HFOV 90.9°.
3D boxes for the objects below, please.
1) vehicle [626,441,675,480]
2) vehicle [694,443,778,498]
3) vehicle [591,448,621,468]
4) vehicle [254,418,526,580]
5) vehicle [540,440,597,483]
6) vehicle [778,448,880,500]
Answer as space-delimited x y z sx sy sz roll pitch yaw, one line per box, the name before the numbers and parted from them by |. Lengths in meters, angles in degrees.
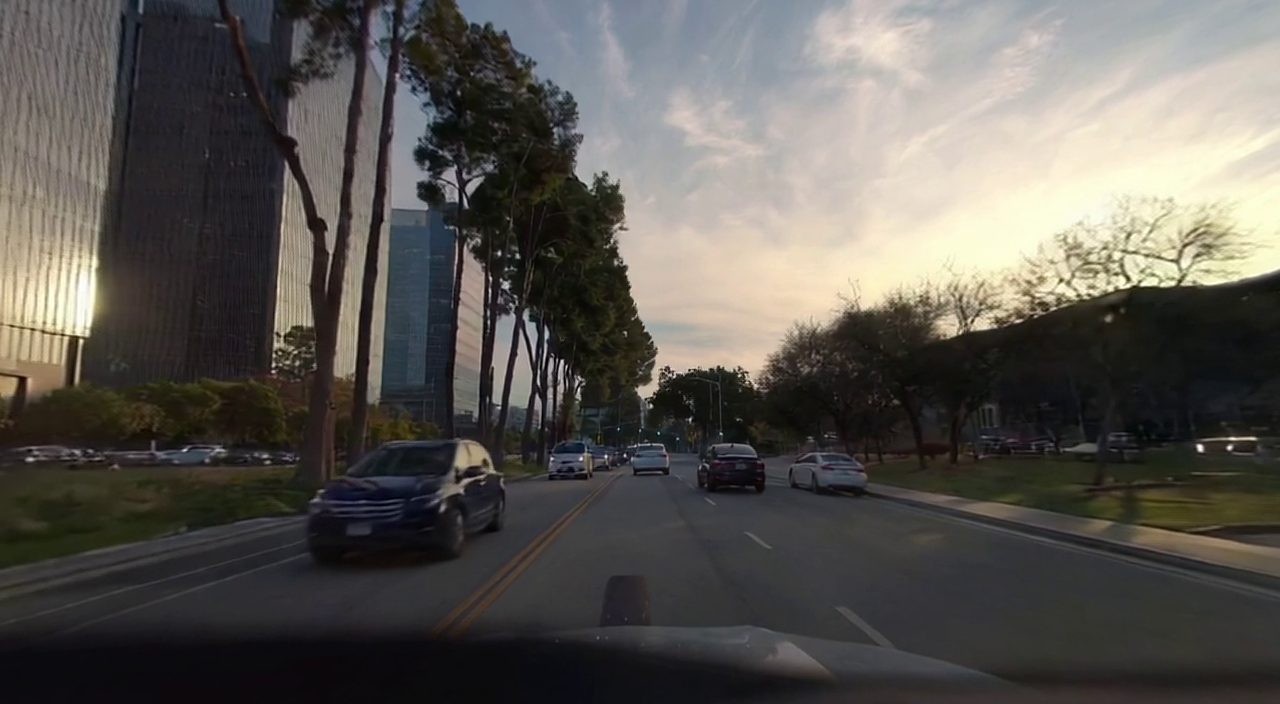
vehicle | 0.445 4.989 29.119 2.105 1.653 3.887 0 -9 0
vehicle | 2.910 3.692 20.053 1.991 1.536 4.116 0 -9 -1
vehicle | -2.578 8.182 48.695 2.007 1.465 4.440 0 -9 1
vehicle | -3.075 1.905 8.973 2.065 1.708 4.311 0 -9 0
vehicle | -3.187 4.989 28.975 2.041 1.788 4.527 0 -9 1
vehicle | 5.913 3.839 20.374 1.885 1.467 4.546 0 -9 0
